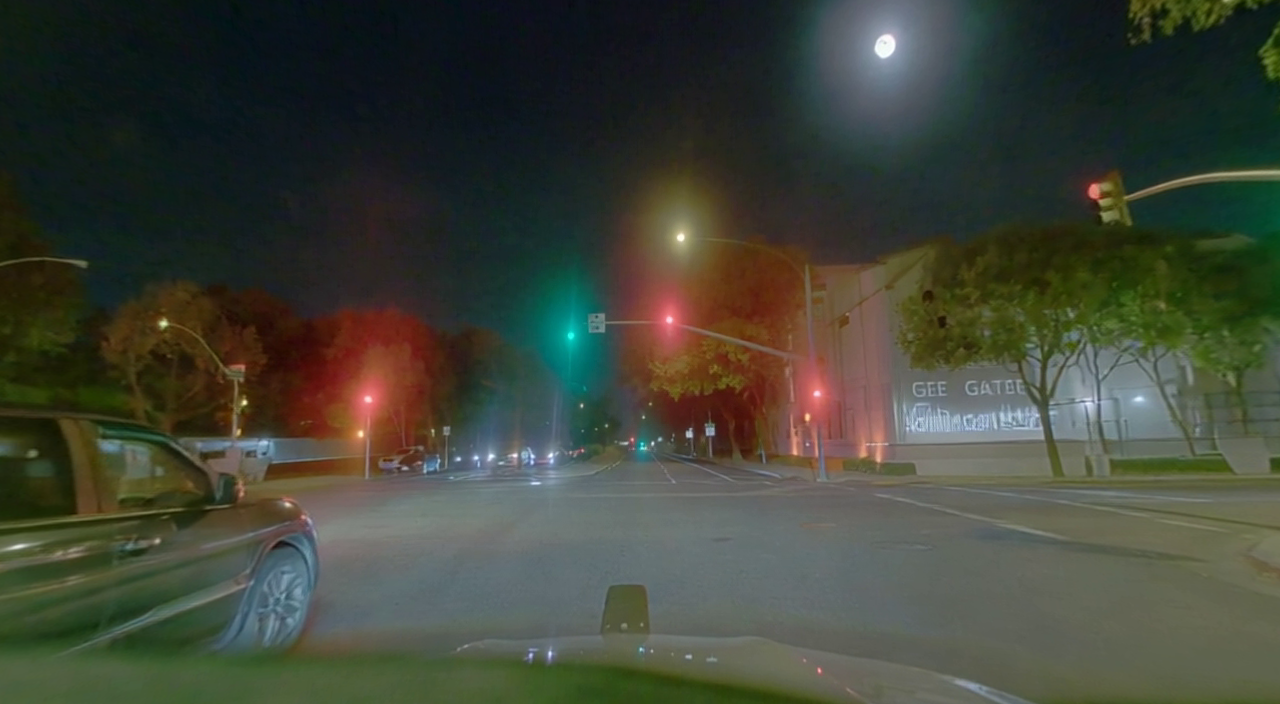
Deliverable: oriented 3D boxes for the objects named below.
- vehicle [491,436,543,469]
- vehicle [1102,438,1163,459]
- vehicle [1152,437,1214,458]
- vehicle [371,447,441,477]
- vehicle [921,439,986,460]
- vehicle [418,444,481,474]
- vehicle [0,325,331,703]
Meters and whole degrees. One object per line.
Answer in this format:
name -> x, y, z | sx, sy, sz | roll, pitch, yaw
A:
vehicle -> -7.177, 5.911, 37.399 | 2.081, 1.818, 4.782 | 0, -8, 1
vehicle -> 38.485, 7.565, 49.391 | 1.837, 1.514, 4.786 | -2, -9, 12
vehicle -> 41.073, 7.233, 47.768 | 1.767, 1.456, 4.191 | -4, -10, 15
vehicle -> -12.997, 6.120, 35.363 | 2.011, 1.480, 4.747 | 0, -8, 2
vehicle -> 21.499, 6.677, 43.258 | 3.576, 1.425, 1.702 | 2, -8, -11
vehicle -> -10.633, 5.971, 35.601 | 2.041, 1.548, 4.868 | 0, -8, 0
vehicle -> -3.507, 0.856, 2.848 | 2.000, 1.789, 4.638 | 1, -8, -2
